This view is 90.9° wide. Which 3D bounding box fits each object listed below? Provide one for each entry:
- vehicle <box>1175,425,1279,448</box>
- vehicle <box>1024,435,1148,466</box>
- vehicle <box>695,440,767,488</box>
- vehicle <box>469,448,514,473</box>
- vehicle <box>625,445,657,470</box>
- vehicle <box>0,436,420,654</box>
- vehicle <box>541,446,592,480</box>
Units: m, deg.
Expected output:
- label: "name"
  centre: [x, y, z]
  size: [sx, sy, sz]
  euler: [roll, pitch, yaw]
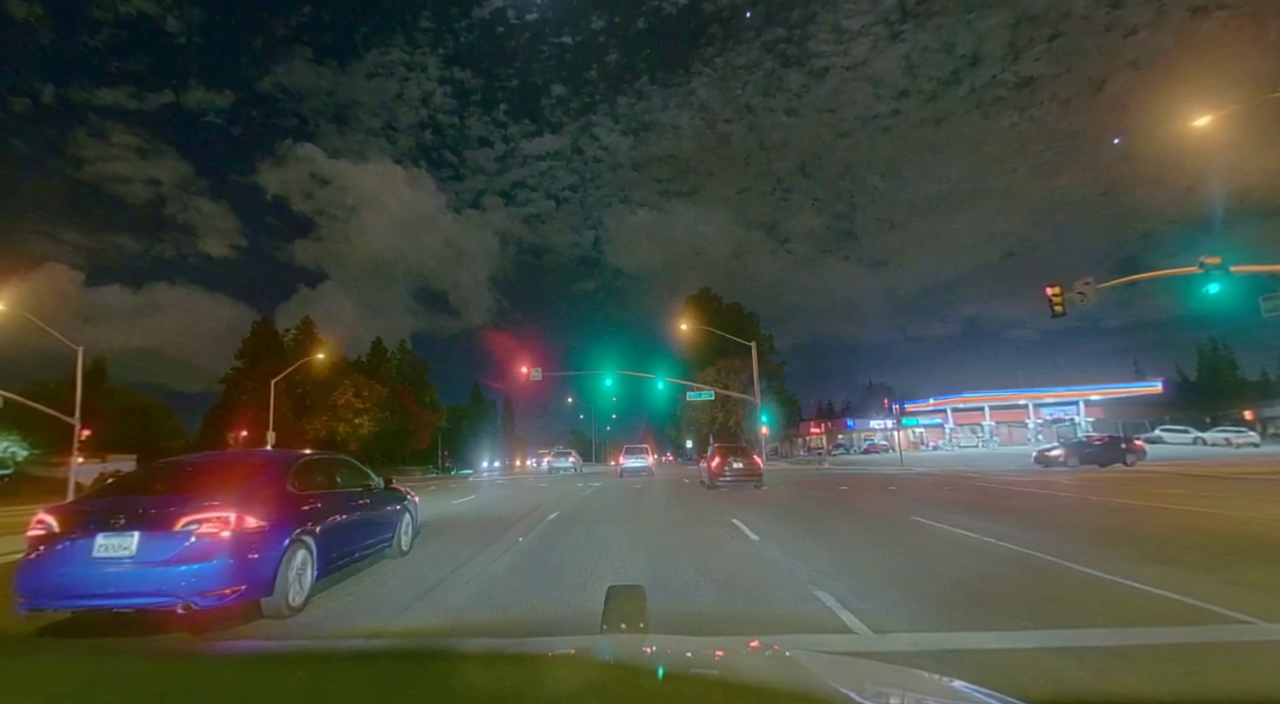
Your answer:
- label: "vehicle"
  centre: [40.423, 5.867, 43.633]
  size: [1.951, 1.456, 5.492]
  euler: [1, -8, 0]
- label: "vehicle"
  centre: [21.444, 4.761, 30.402]
  size: [4.573, 1.419, 1.840]
  euler: [0, -8, -1]
- label: "vehicle"
  centre: [3.046, 3.832, 21.919]
  size: [1.883, 1.465, 3.975]
  euler: [0, -8, 0]
- label: "vehicle"
  centre: [-11.331, 8.301, 48.426]
  size: [2.130, 1.672, 4.549]
  euler: [-3, -8, 3]
- label: "vehicle"
  centre: [0.051, 6.606, 39.555]
  size: [1.934, 1.470, 3.988]
  euler: [0, -8, 0]
- label: "vehicle"
  centre: [-3.999, 1.640, 6.561]
  size: [1.803, 1.463, 4.422]
  euler: [0, -8, 0]
- label: "vehicle"
  centre: [-3.388, 5.172, 29.769]
  size: [1.841, 1.474, 4.038]
  euler: [0, -8, 1]
